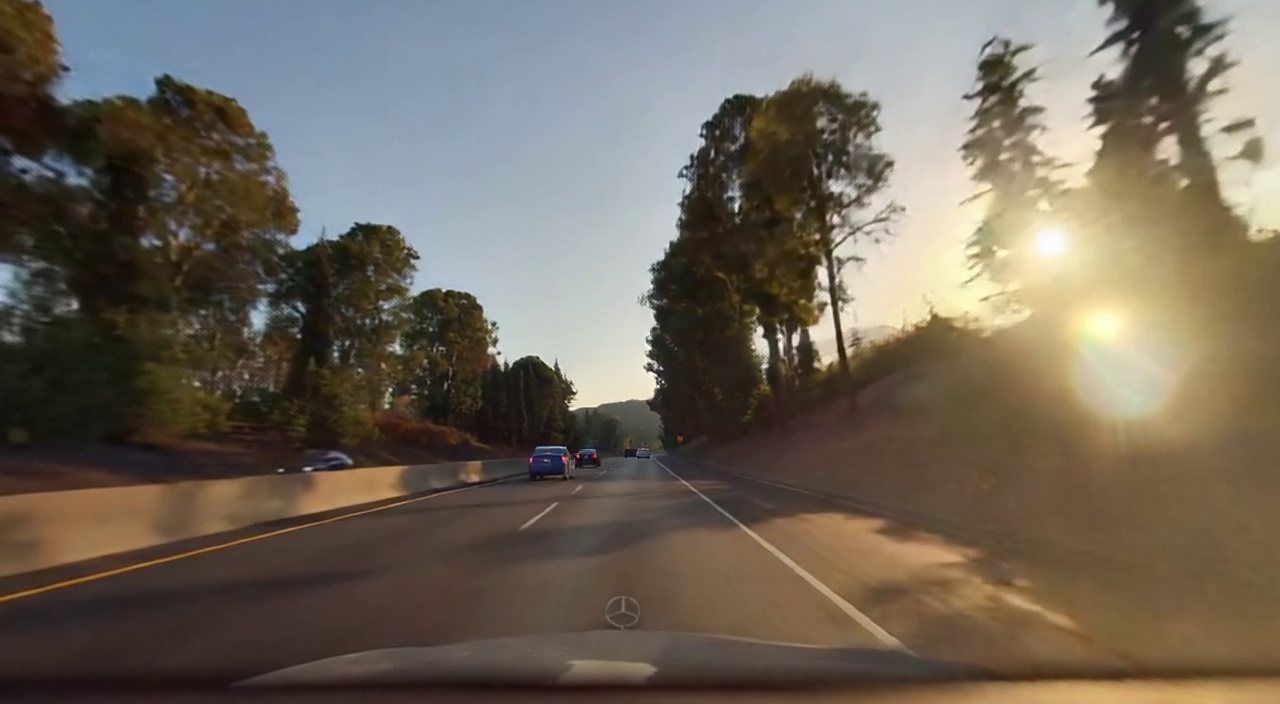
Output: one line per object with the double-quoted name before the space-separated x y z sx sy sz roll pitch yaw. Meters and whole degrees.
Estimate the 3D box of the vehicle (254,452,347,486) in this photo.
"vehicle" -17.076 5.873 32.041 1.984 1.534 4.841 0 -9 0

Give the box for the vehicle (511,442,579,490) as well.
"vehicle" -3.417 4.175 23.406 1.846 1.600 4.108 0 -9 1
